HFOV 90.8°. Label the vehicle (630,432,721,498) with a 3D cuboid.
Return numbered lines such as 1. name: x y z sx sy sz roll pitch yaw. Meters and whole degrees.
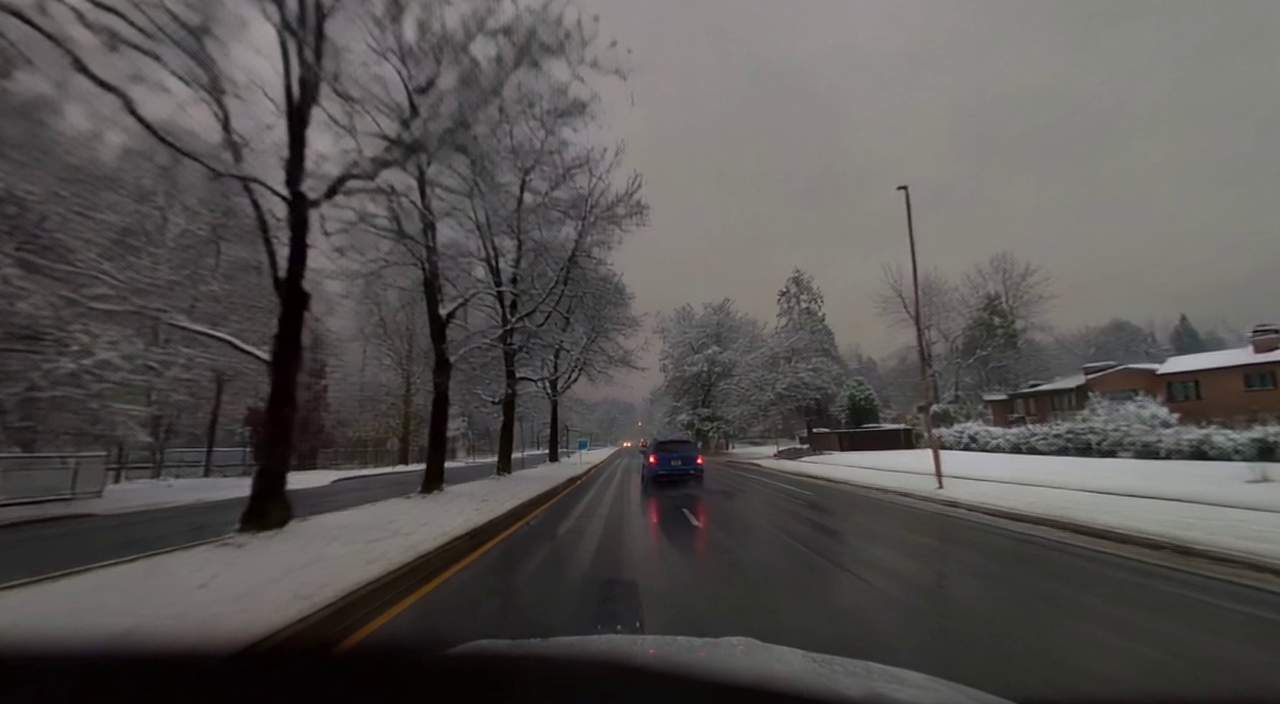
1. vehicle: 0.847 3.139 17.994 2.066 1.603 4.475 0 -8 -4
